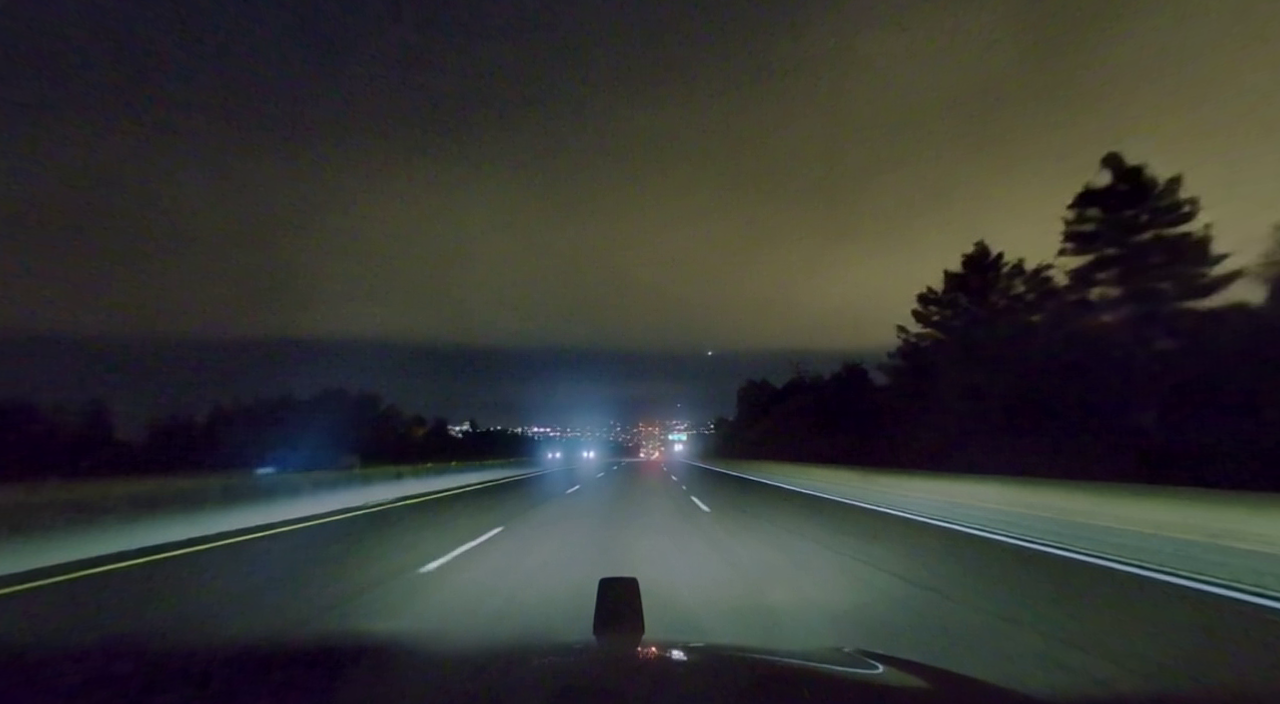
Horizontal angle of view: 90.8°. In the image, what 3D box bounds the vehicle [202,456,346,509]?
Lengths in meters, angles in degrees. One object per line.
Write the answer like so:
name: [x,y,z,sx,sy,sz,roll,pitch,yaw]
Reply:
vehicle: [-12.524,4.463,22.088,2.030,1.583,4.991,0,-9,0]
